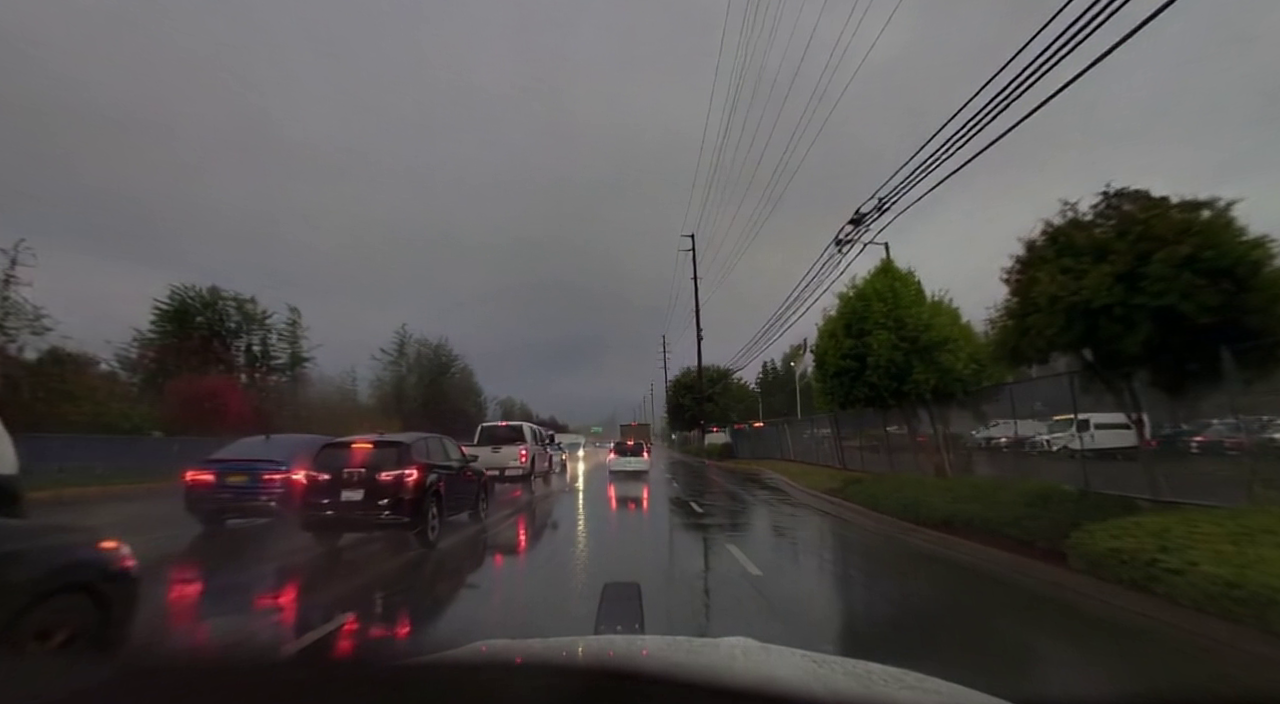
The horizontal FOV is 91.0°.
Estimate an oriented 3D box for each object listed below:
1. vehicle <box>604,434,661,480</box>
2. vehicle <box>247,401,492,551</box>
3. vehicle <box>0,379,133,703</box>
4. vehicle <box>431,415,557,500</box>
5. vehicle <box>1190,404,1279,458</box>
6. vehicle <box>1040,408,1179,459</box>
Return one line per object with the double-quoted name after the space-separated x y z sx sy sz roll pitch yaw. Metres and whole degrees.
-0.273 4.111 24.931 2.055 1.671 4.147 0 -8 0 "vehicle"
-3.935 1.890 10.262 1.956 1.865 4.624 0 -8 -1 "vehicle"
-3.946 0.728 1.379 2.014 1.637 4.382 0 -8 -1 "vehicle"
-3.865 2.937 17.932 2.254 1.996 5.685 0 -8 0 "vehicle"
40.585 4.943 40.384 7.613 2.990 2.868 -5 -8 -2 "vehicle"
32.778 5.772 44.167 7.142 3.385 2.919 0 -10 2 "vehicle"
